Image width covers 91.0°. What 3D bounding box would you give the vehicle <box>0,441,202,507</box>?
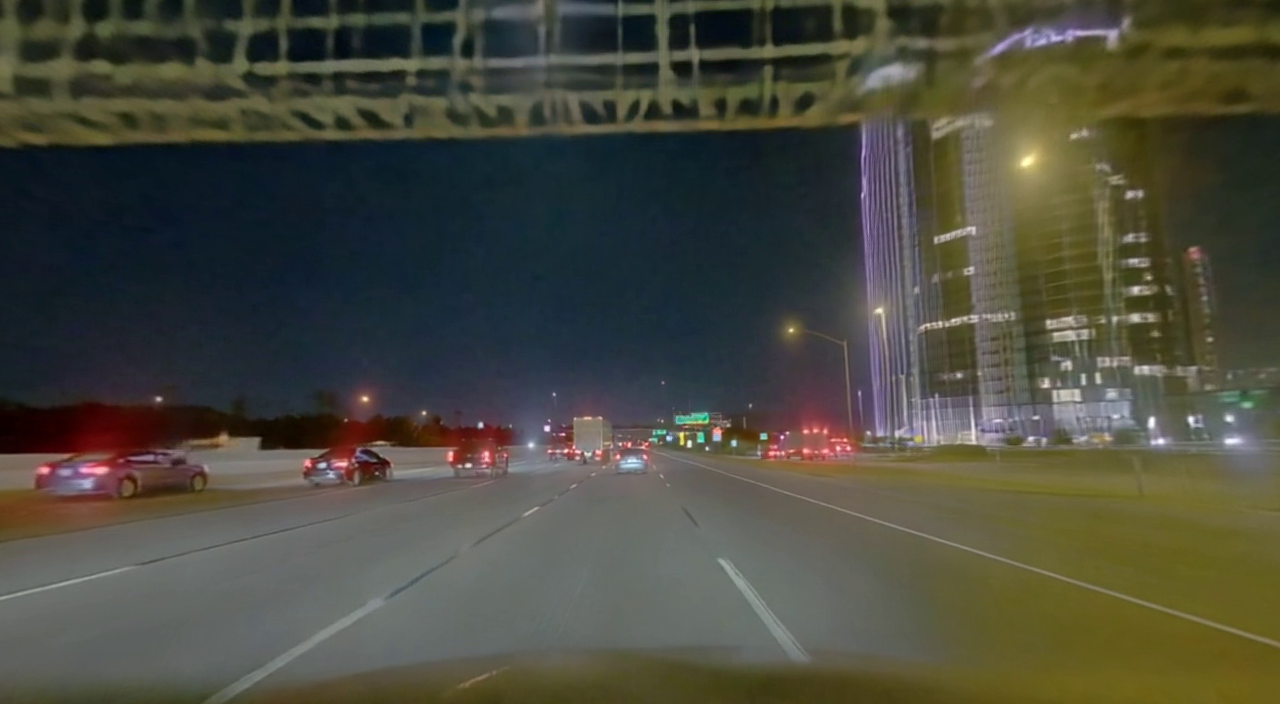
[{"bbox_3d":[-14.455,3.168,16.866,1.948,1.483,4.814,0,-9,0],"label":"vehicle"}]

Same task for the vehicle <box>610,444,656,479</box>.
[{"bbox_3d":[-0.286,5.048,29.289,1.991,1.488,3.922,0,-9,0],"label":"vehicle"}]

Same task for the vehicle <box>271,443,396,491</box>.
[{"bbox_3d":[-10.666,4.007,22.399,1.987,1.495,4.710,0,-9,1],"label":"vehicle"}]

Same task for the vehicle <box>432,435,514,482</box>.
[{"bbox_3d":[-7.142,4.613,27.537,2.190,1.821,4.800,0,-9,1],"label":"vehicle"}]

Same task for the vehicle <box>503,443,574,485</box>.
[{"bbox_3d":[-3.895,4.379,24.898,2.016,1.497,4.235,0,-9,1],"label":"vehicle"}]

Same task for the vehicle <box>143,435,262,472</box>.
[{"bbox_3d":[-23.215,5.421,33.811,2.245,1.759,5.725,0,-9,1],"label":"vehicle"}]
